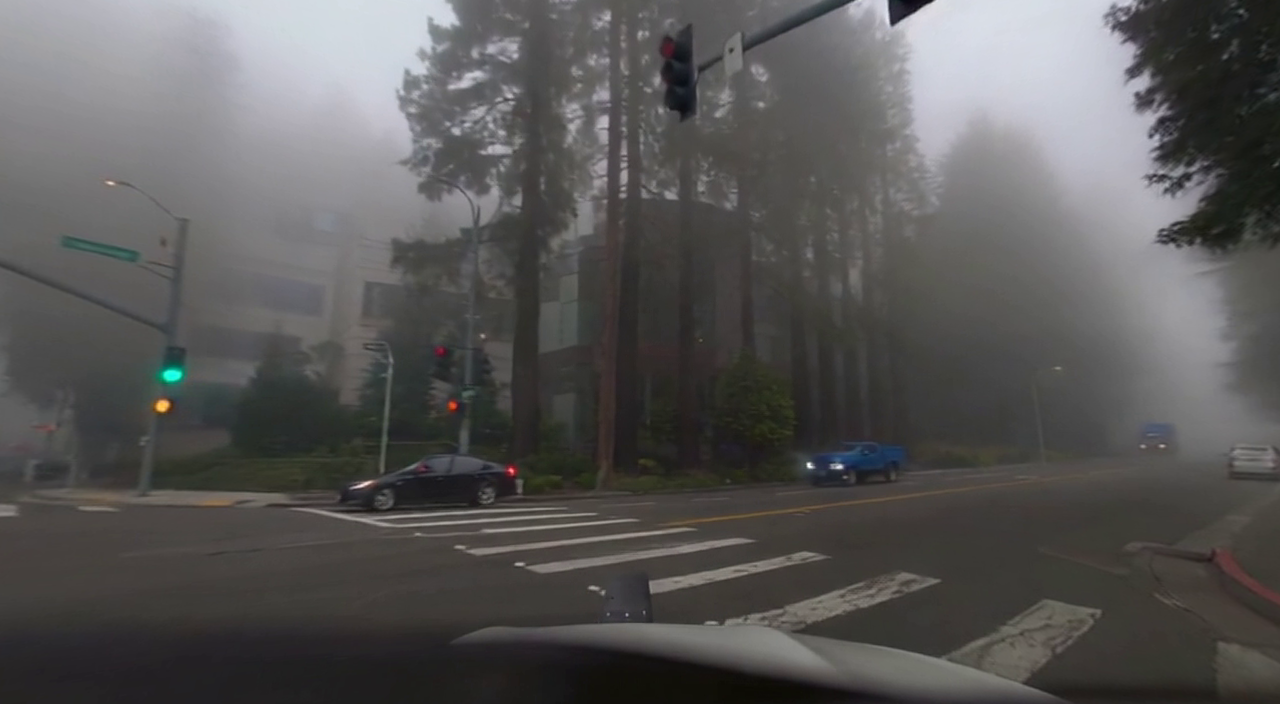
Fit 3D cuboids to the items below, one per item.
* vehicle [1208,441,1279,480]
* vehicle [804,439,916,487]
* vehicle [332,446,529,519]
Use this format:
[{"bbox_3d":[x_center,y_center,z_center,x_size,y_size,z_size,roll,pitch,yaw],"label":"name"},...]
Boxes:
[{"bbox_3d":[26.206,4.636,27.122,4.389,1.509,2.098,8,-13,-43],"label":"vehicle"},{"bbox_3d":[8.847,4.394,25.132,4.662,1.687,2.145,8,-13,-42],"label":"vehicle"},{"bbox_3d":[-4.631,2.840,14.158,3.816,1.410,1.757,6,-11,-35],"label":"vehicle"}]
